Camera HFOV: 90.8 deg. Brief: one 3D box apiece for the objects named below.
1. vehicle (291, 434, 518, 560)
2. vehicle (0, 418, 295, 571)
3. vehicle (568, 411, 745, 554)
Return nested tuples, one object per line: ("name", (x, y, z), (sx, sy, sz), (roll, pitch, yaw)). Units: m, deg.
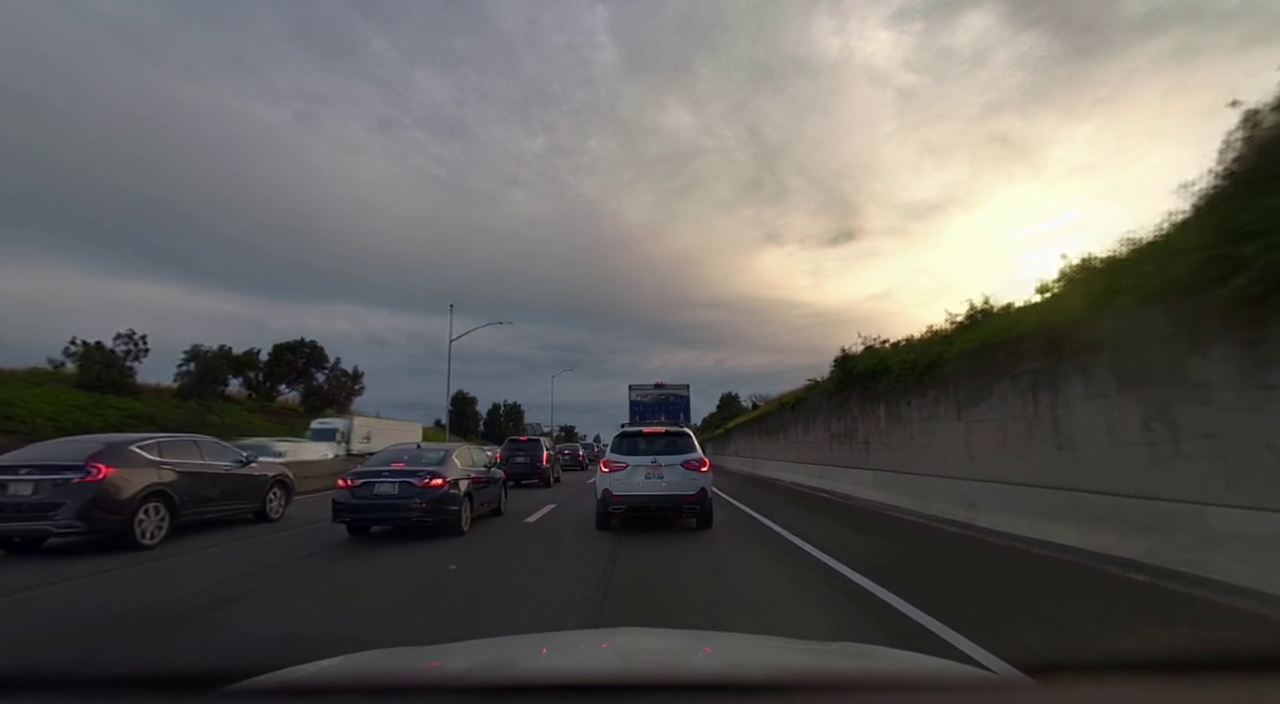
("vehicle", (-3.249, 2.075, 9.698), (1.917, 1.506, 3.949), (0, -9, 1))
("vehicle", (-7.468, 1.957, 9.429), (1.986, 1.700, 4.558), (0, -9, 0))
("vehicle", (0.164, 2.047, 10.601), (2.210, 1.760, 5.303), (0, -9, -1))
